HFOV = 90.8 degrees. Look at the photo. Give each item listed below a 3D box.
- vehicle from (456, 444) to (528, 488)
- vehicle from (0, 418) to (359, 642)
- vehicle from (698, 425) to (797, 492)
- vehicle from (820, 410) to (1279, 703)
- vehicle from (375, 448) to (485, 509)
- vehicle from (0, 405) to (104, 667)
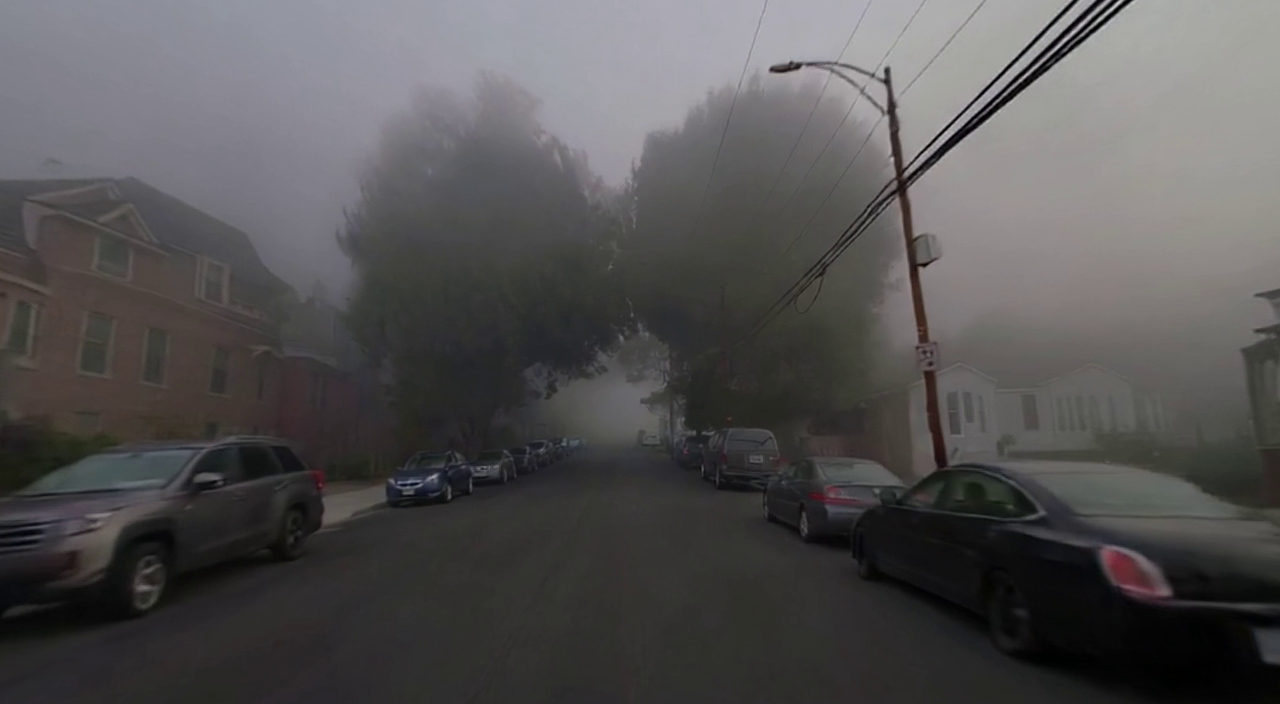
[{"bbox_3d":[-6.383,4.929,27.791,1.924,1.525,4.688,-5,-8,0],"label":"vehicle"},{"bbox_3d":[-5.883,2.013,8.372,2.096,1.966,4.944,-4,-8,-1],"label":"vehicle"},{"bbox_3d":[3.276,3.398,20.450,2.107,1.866,5.199,0,-9,-2],"label":"vehicle"},{"bbox_3d":[3.292,1.428,5.094,2.126,1.448,4.853,0,-11,-1],"label":"vehicle"},{"bbox_3d":[-6.406,3.863,19.977,2.002,1.585,5.080,-1,-8,-3],"label":"vehicle"},{"bbox_3d":[-5.872,1.088,2.702,2.184,1.958,5.757,0,-9,-1],"label":"vehicle"}]
